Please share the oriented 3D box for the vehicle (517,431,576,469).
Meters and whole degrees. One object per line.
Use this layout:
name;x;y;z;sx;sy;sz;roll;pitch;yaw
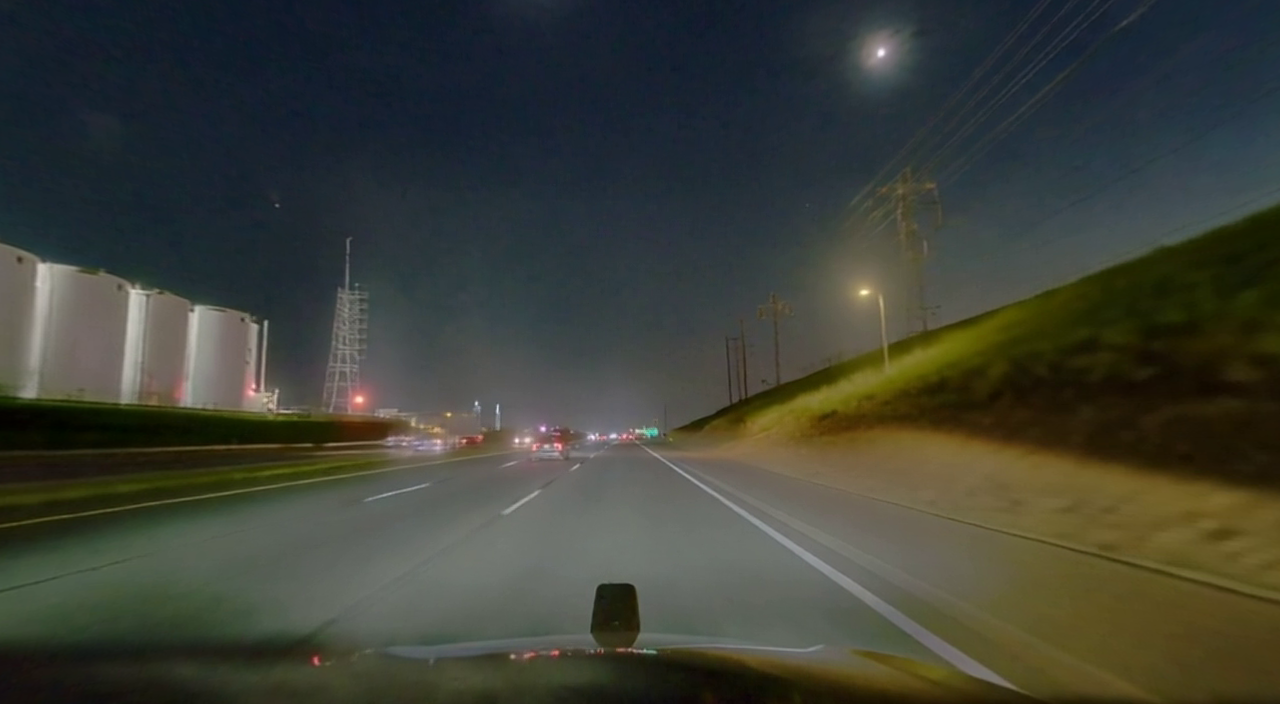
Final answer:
vehicle;-3.875;4.118;26.701;1.952;1.462;3.969;0;-8;-1
